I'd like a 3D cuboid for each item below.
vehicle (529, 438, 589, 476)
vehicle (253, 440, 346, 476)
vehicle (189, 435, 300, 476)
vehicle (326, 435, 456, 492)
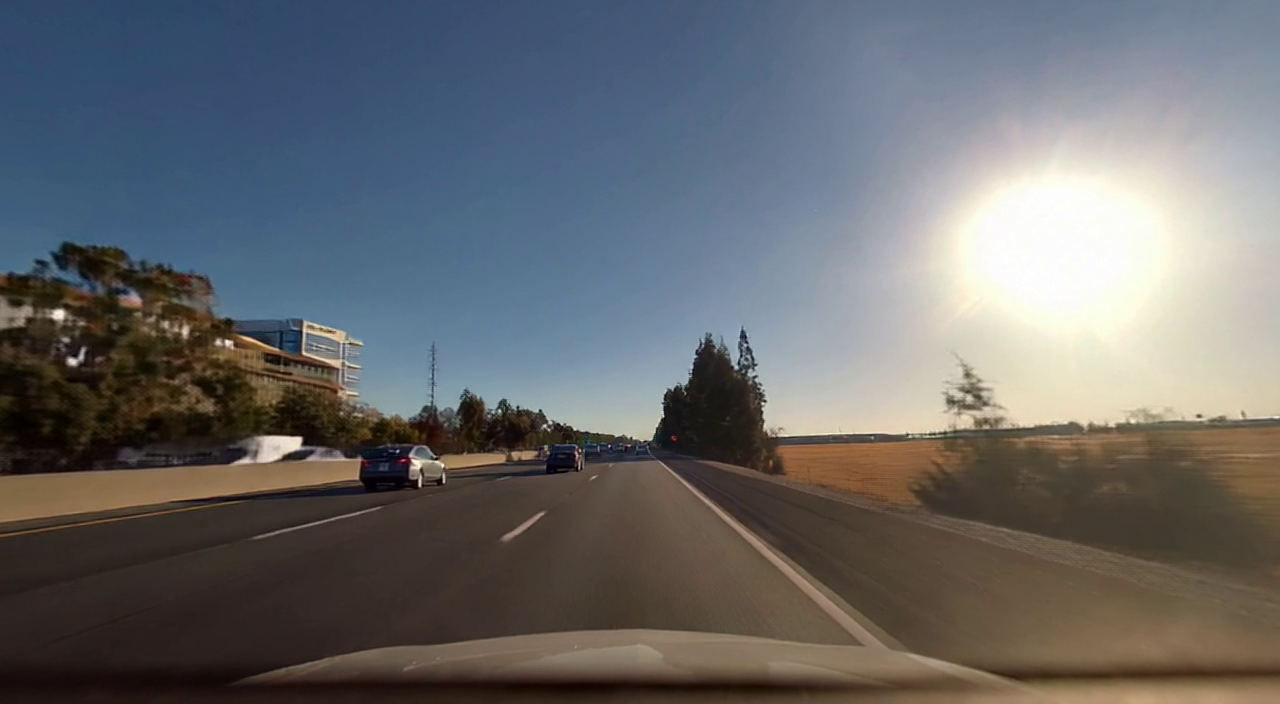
[{"bbox_3d":[-3.700,4.896,29.610,2.083,1.588,4.801,0,-8,1],"label":"vehicle"},{"bbox_3d":[-15.927,4.967,29.790,1.859,1.526,4.501,0,-8,0],"label":"vehicle"},{"bbox_3d":[-23.127,6.074,37.259,2.351,2.215,6.293,0,-8,1],"label":"vehicle"},{"bbox_3d":[-7.483,3.380,19.538,2.034,1.523,4.627,0,-8,1],"label":"vehicle"}]
